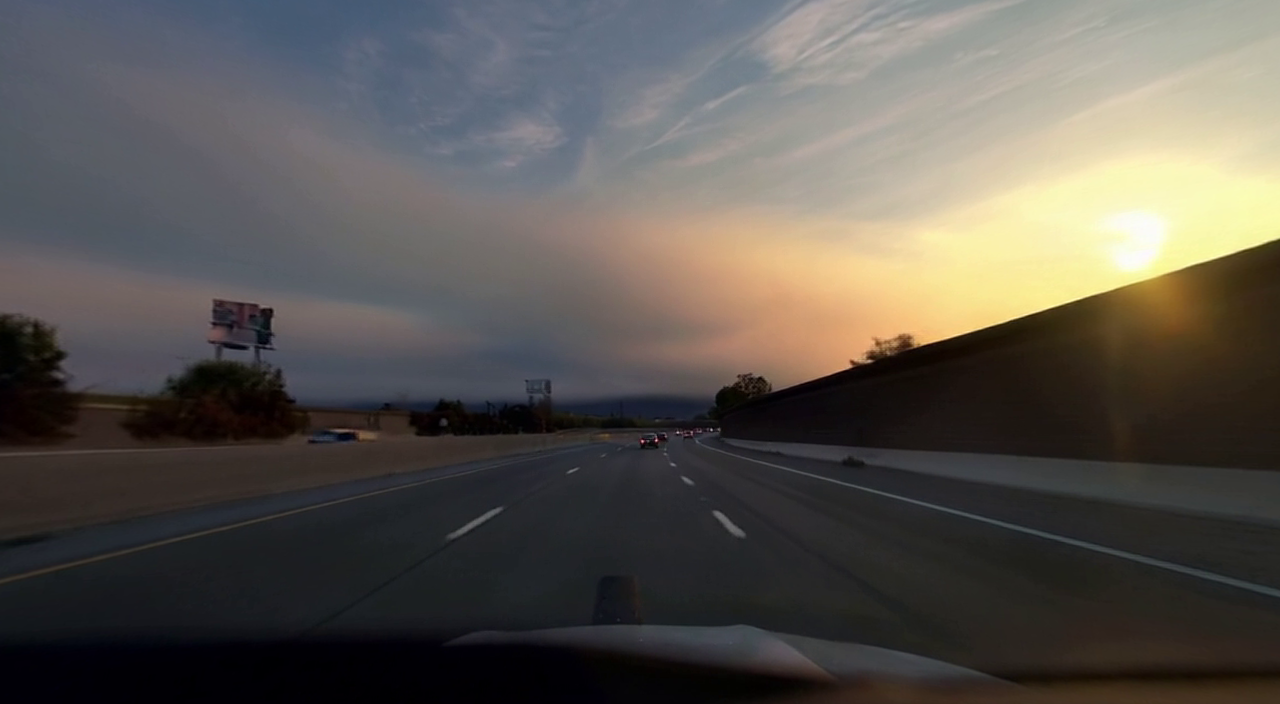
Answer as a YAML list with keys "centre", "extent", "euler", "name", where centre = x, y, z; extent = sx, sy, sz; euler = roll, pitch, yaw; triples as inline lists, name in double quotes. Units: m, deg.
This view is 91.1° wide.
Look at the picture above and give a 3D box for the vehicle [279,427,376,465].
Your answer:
- centre: [-15.070, 4.569, 30.700]
  extent: [2.048, 1.687, 5.274]
  euler: [0, -8, 0]
  name: "vehicle"
